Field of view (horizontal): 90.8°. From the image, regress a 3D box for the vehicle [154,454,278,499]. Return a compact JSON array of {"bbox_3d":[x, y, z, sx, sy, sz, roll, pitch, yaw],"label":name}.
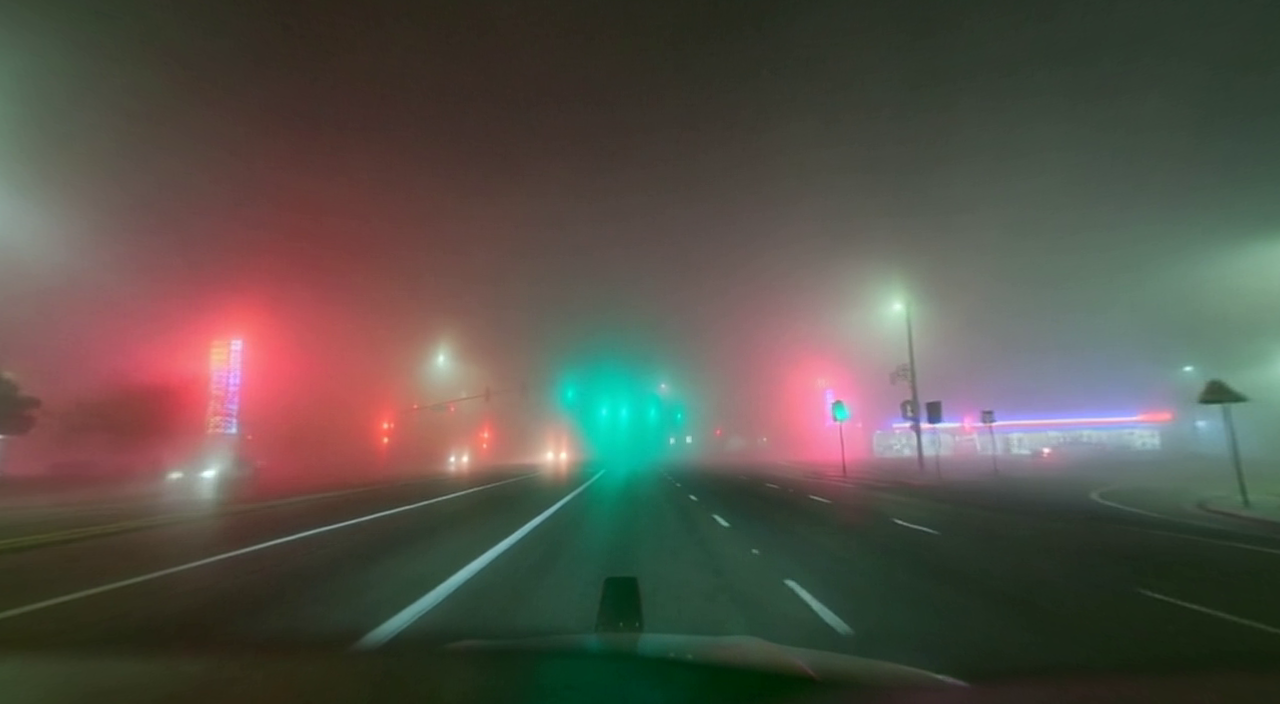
[{"bbox_3d":[-15.755,4.626,23.837,1.930,1.473,4.480,1,-9,-6],"label":"vehicle"}]
